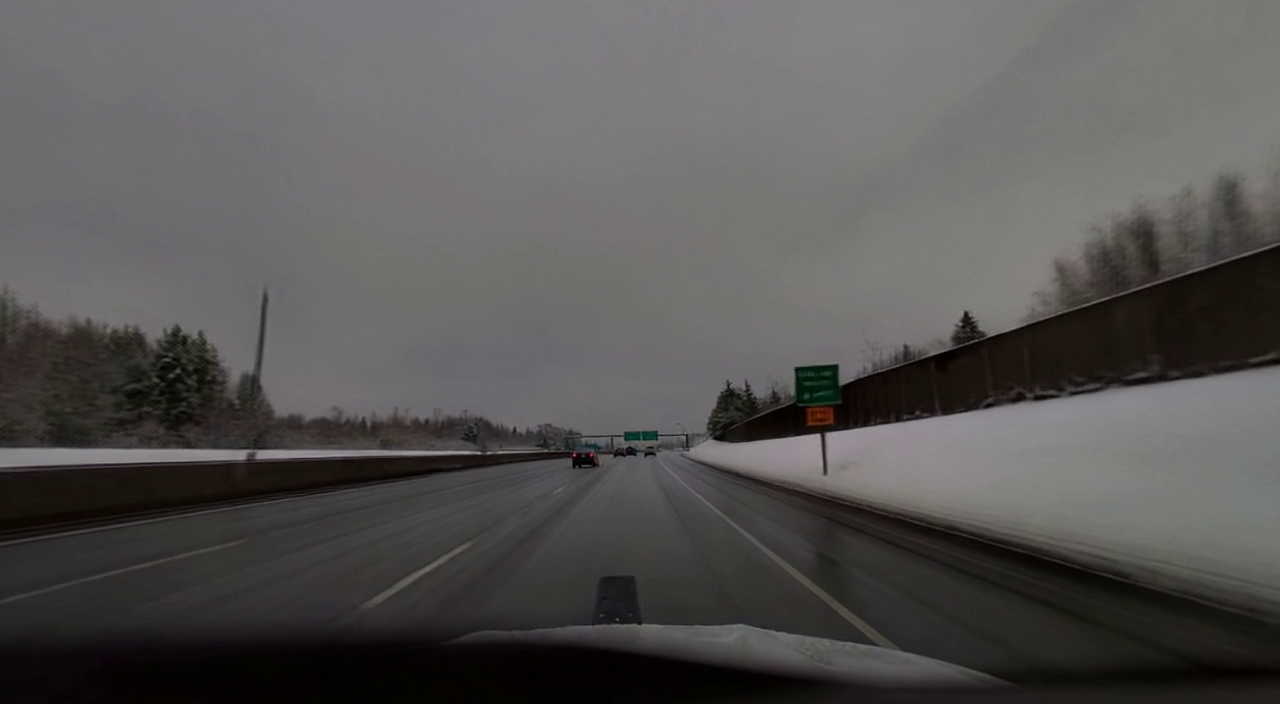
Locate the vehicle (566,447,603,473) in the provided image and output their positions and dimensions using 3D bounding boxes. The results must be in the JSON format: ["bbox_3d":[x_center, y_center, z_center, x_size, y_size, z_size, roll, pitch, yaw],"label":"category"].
[{"bbox_3d":[-3.300,6.509,37.917,1.895,1.482,3.852,0,-9,1],"label":"vehicle"}]
